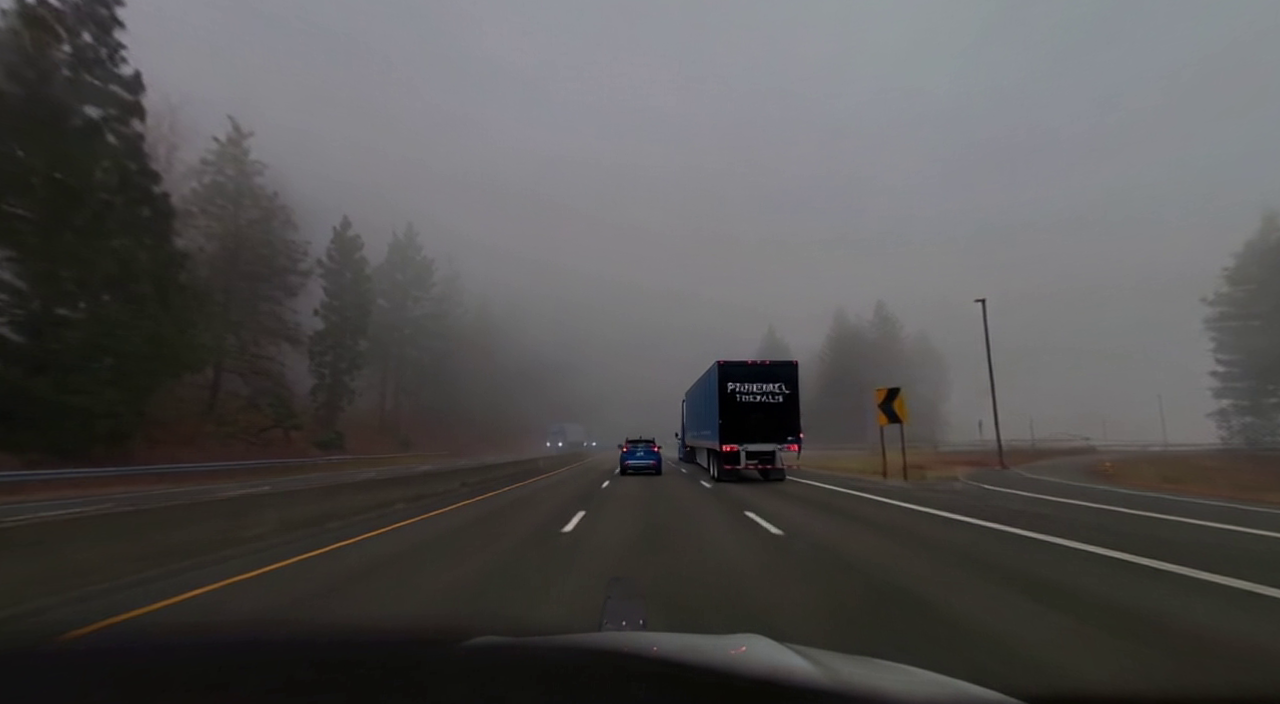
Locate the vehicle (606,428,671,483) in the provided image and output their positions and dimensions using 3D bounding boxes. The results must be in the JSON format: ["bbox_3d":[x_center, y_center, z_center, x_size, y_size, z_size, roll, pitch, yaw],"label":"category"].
[{"bbox_3d":[-0.067,3.854,23.739,2.222,1.848,4.610,0,-9,0],"label":"vehicle"}]

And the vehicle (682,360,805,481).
[{"bbox_3d":[4.079,3.577,29.934,2.899,4.160,16.621,0,-9,-1],"label":"vehicle"}]
